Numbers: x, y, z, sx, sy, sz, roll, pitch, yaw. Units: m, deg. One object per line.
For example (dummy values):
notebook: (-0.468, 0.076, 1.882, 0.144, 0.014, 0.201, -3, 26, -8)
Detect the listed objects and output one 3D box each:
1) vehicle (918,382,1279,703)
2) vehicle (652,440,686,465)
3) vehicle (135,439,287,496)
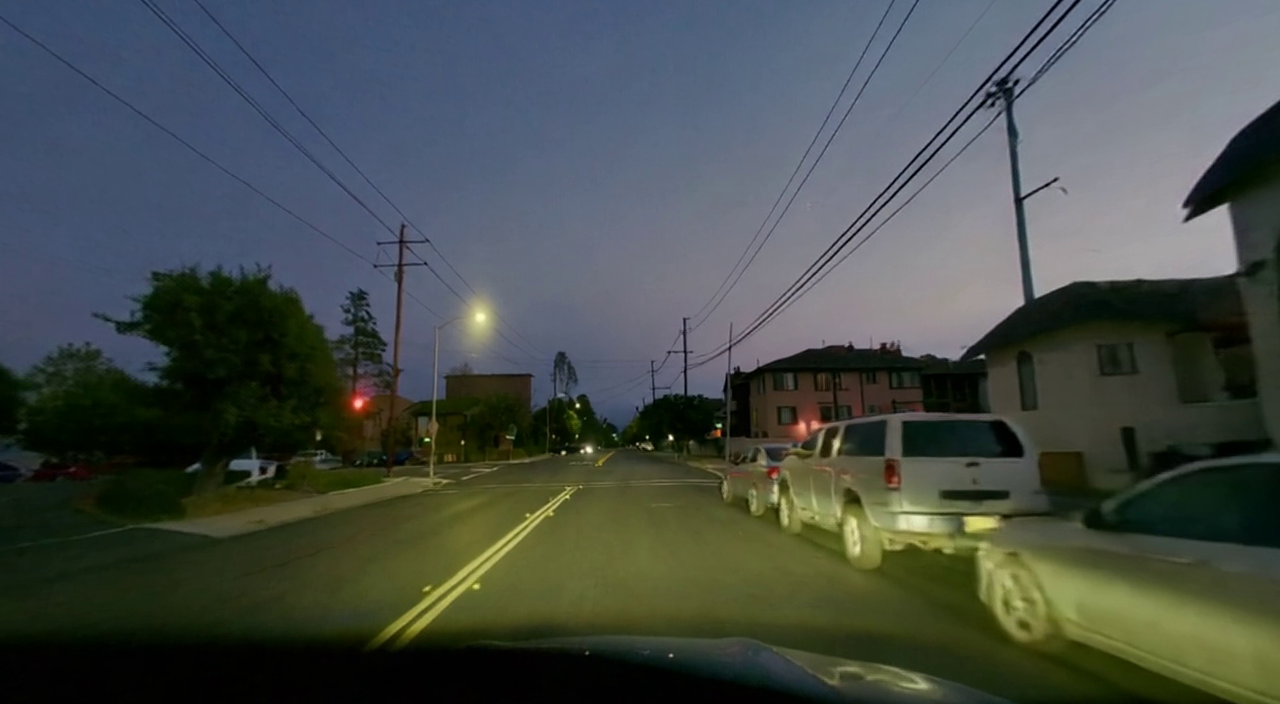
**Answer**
vehicle: (3.326, 0.923, 2.627, 1.895, 1.537, 4.844, 0, -9, -3)
vehicle: (1.982, 7.017, 44.203, 1.999, 1.604, 4.065, 0, -9, -3)
vehicle: (-17.086, 4.561, 25.303, 4.822, 1.868, 2.015, 3, -10, -39)
